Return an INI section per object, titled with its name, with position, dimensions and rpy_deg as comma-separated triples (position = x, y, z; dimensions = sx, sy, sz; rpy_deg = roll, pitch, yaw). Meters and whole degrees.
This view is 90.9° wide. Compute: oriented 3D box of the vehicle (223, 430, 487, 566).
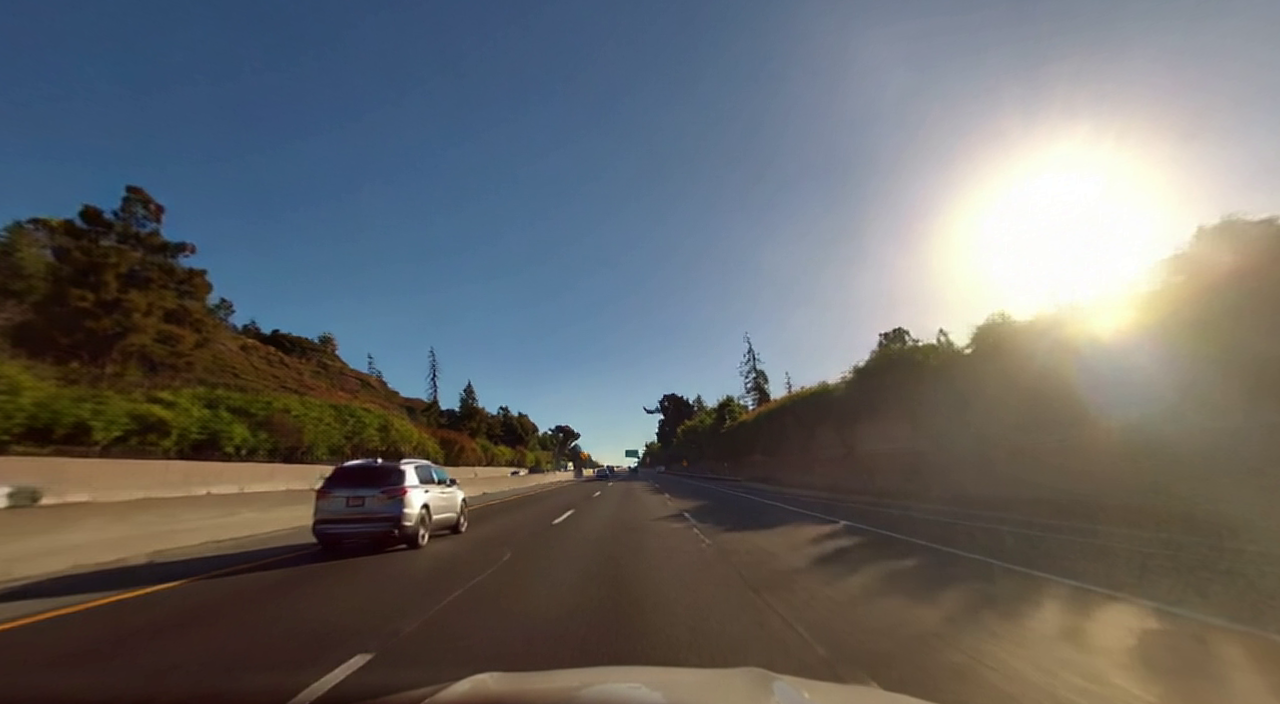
[vehicle]
position = -4.306, 2.347, 10.689
dimensions = 2.178, 1.736, 4.847
rpy_deg = 1, -10, 0
